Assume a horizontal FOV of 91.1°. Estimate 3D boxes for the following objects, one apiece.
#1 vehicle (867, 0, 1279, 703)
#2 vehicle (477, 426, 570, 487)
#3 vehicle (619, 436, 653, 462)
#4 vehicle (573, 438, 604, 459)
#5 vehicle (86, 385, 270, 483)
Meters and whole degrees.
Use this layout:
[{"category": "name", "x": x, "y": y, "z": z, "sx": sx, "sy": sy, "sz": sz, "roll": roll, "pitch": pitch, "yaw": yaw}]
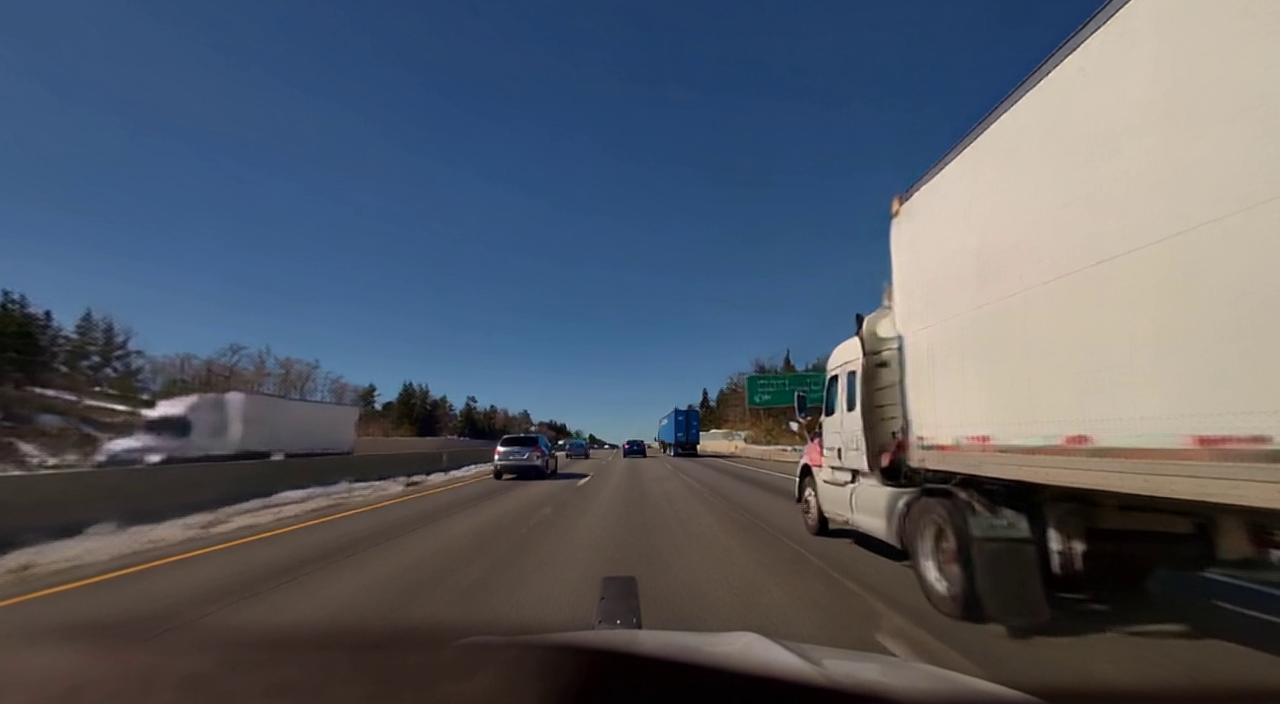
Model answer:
[{"category": "vehicle", "x": 3.787, "y": -0.235, "z": 2.869, "sx": 3.009, "sy": 3.673, "sz": 6.099, "roll": 1, "pitch": -7, "yaw": -2}, {"category": "vehicle", "x": -3.475, "y": 3.207, "z": 19.712, "sx": 2.054, "sy": 1.671, "sz": 4.445, "roll": 0, "pitch": -8, "yaw": 0}, {"category": "vehicle", "x": -0.318, "y": 6.276, "z": 40.701, "sx": 2.088, "sy": 1.567, "sz": 4.240, "roll": 0, "pitch": -8, "yaw": -1}, {"category": "vehicle", "x": -3.877, "y": 7.382, "z": 48.076, "sx": 2.021, "sy": 1.514, "sz": 4.190, "roll": 0, "pitch": -8, "yaw": 0}, {"category": "vehicle", "x": -19.690, "y": 3.585, "z": 27.482, "sx": 2.909, "sy": 3.719, "sz": 6.646, "roll": 1, "pitch": -8, "yaw": -1}]
